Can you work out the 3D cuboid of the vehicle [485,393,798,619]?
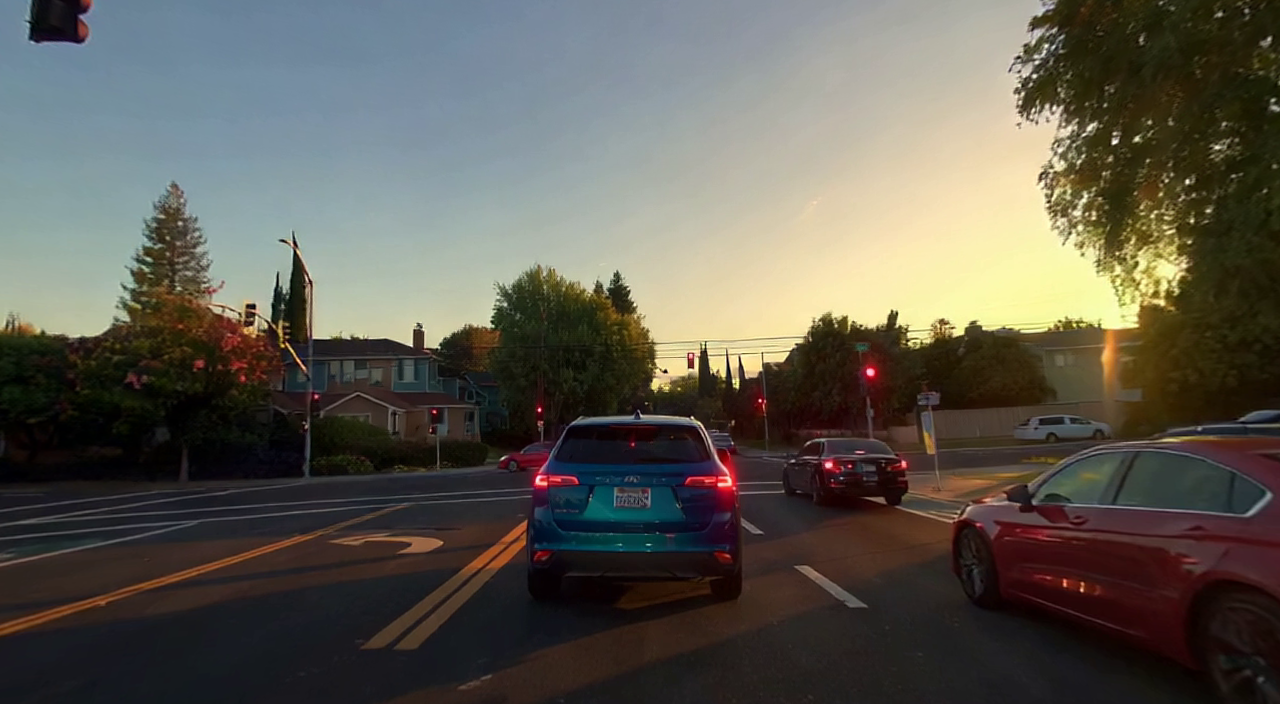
[{"bbox_3d":[0.045,1.469,6.947,2.322,1.667,4.367,0,-8,1],"label":"vehicle"}]

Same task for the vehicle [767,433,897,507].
[{"bbox_3d":[4.407,2.757,15.192,1.934,1.506,4.282,-1,-8,2],"label":"vehicle"}]

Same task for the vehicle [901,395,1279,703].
[{"bbox_3d":[3.654,1.157,4.000,2.077,1.527,4.755,0,-8,2],"label":"vehicle"}]
